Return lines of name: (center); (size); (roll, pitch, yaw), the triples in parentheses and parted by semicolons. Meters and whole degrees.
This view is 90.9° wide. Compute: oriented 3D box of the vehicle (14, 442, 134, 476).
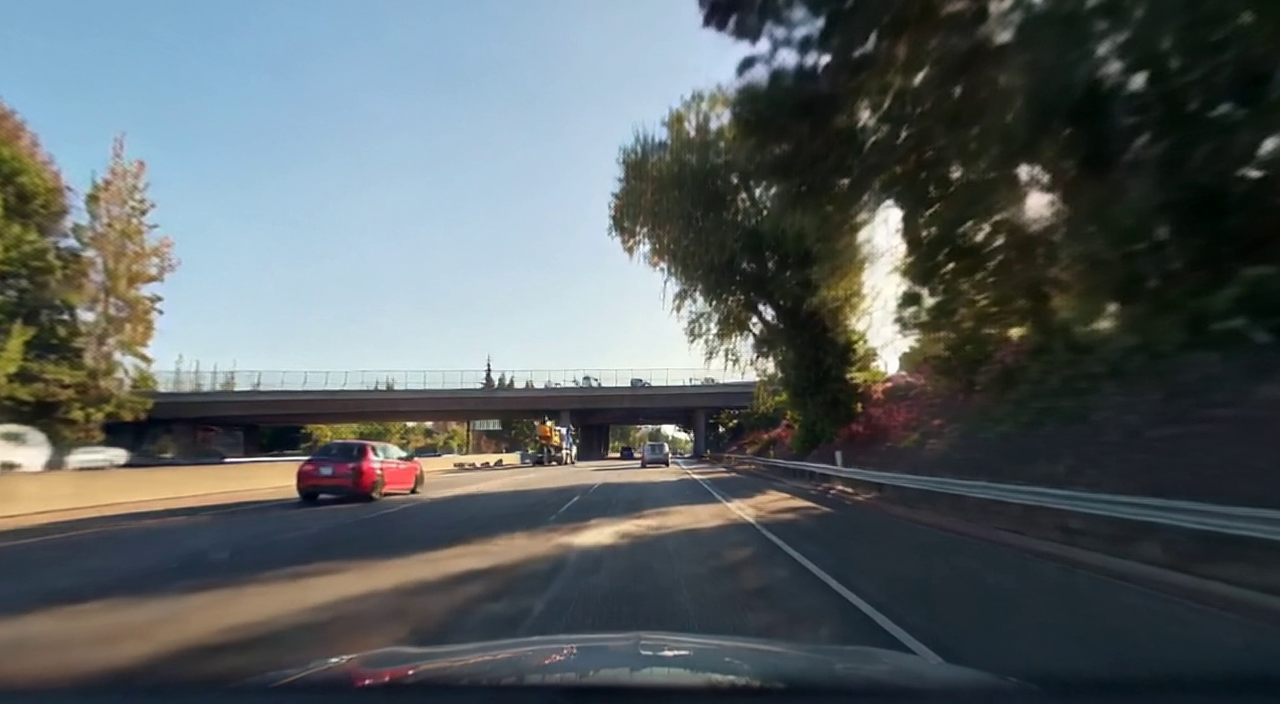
vehicle: (-31.537, 5.960, 35.369); (2.012, 1.767, 4.957); (-1, -8, 2)

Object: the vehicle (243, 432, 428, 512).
vehicle: (-7.062, 2.820, 15.328); (2.115, 1.644, 4.513); (-1, -8, 2)

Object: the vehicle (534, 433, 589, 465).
vehicle: (-5.756, 7.282, 47.467); (2.827, 2.236, 7.057); (-1, -8, 3)

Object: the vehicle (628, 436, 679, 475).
vehicle: (0.685, 5.029, 30.832); (2.336, 1.722, 4.212); (0, -8, 2)
